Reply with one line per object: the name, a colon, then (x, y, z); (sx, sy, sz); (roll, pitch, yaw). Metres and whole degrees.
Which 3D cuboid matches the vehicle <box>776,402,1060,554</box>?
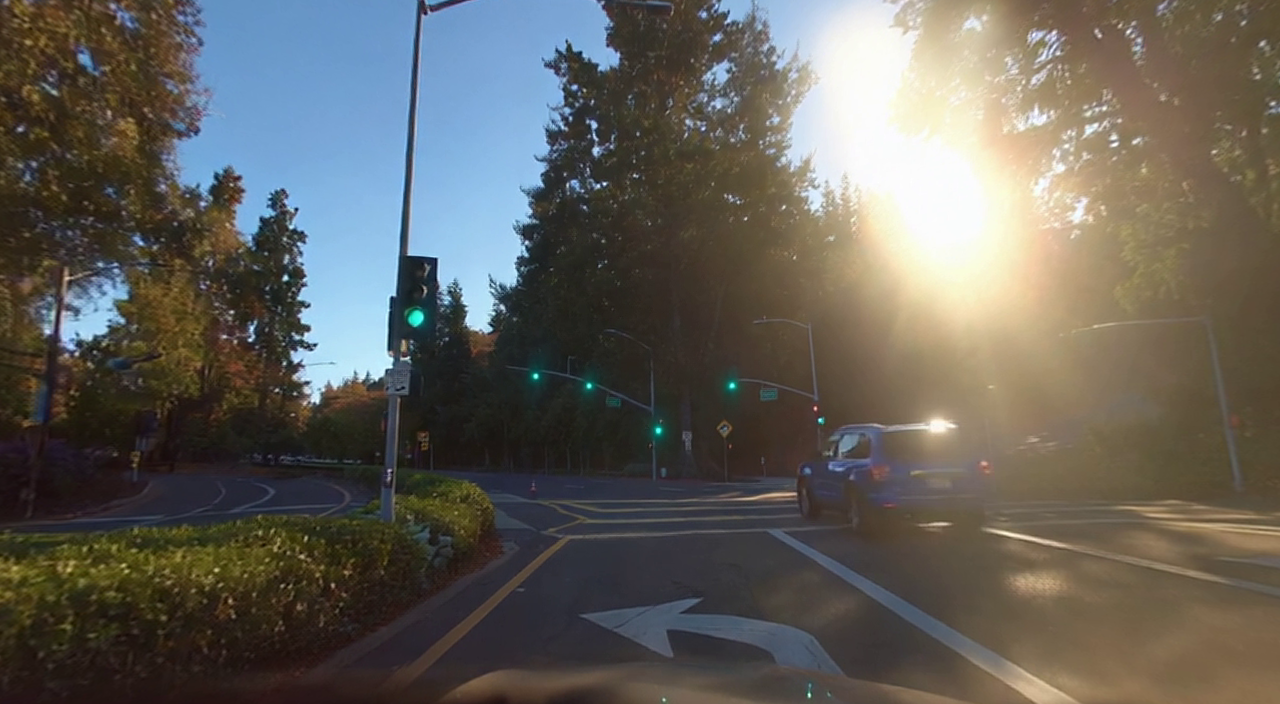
vehicle: (3.840, 1.850, 10.015); (2.284, 1.788, 4.871); (0, -8, 0)
